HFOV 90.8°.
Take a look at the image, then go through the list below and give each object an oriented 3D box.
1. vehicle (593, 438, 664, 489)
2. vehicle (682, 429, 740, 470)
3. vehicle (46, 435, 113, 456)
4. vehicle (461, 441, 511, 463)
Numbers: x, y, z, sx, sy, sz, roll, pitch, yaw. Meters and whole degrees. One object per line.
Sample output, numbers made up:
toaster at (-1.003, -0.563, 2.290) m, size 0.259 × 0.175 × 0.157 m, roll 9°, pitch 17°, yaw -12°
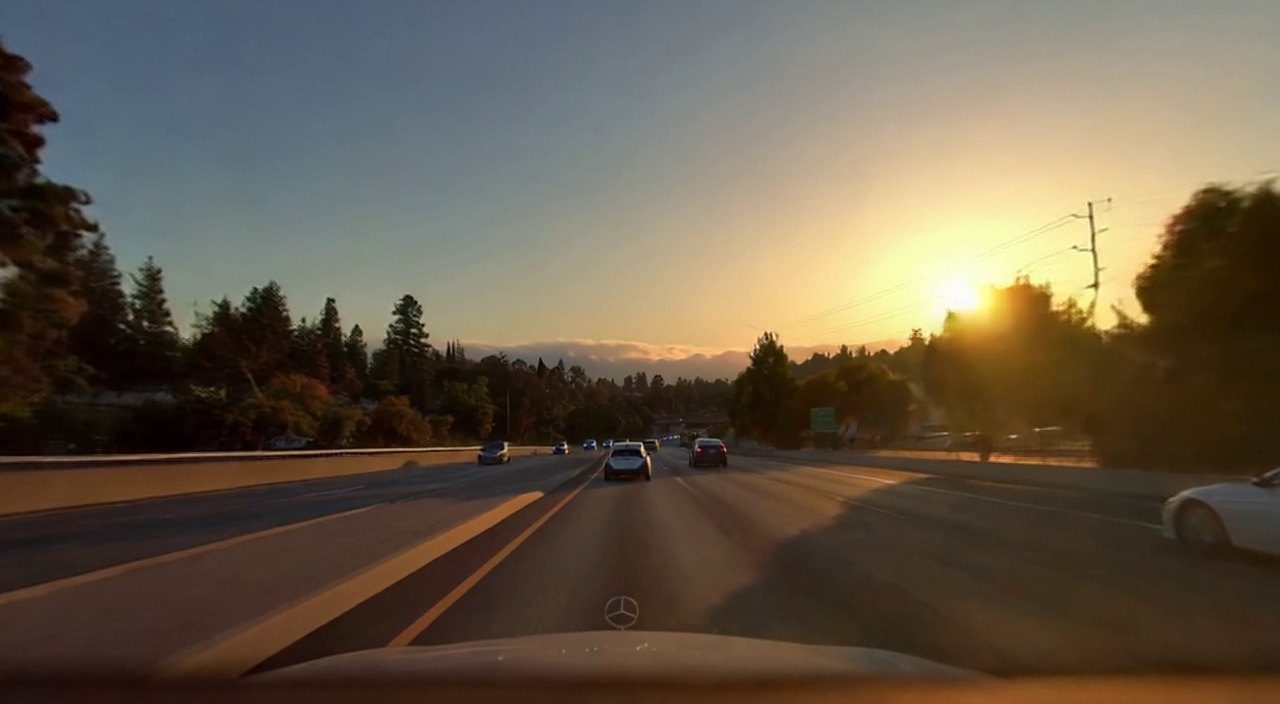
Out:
vehicle at (-0.316, 3.496, 20.162) m, size 2.040 × 1.451 × 3.736 m, roll 0°, pitch -8°, yaw 0°
vehicle at (3.363, 4.765, 30.884) m, size 2.186 × 1.842 × 4.553 m, roll 0°, pitch -8°, yaw -1°
vehicle at (-39.903, 6.656, 45.023) m, size 3.229 × 1.360 × 1.533 m, roll -1°, pitch -8°, yaw -1°
vehicle at (-11.179, 7.298, 46.283) m, size 2.393 × 1.522 × 4.808 m, roll 0°, pitch -8°, yaw 0°
